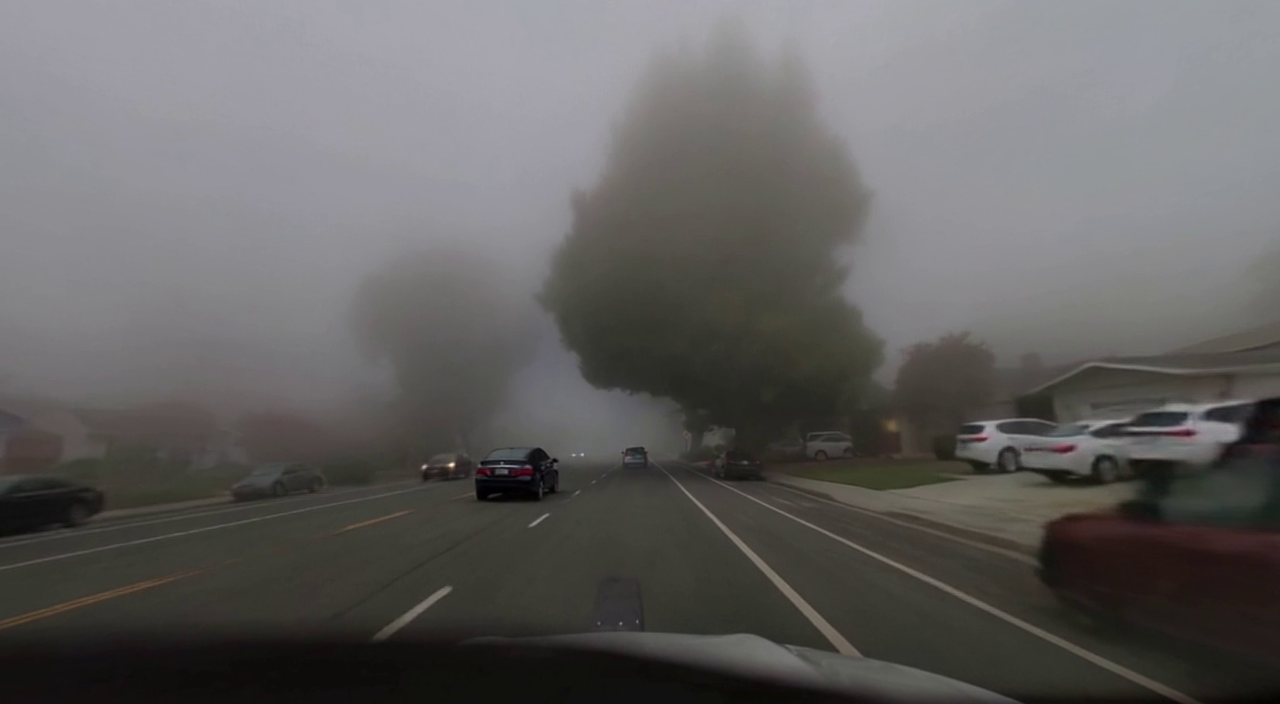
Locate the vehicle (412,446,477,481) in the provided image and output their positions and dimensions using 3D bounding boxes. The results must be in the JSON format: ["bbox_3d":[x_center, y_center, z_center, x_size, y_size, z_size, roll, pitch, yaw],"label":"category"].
[{"bbox_3d":[-10.271,5.882,33.528,1.937,1.701,4.438,0,-9,1],"label":"vehicle"}]

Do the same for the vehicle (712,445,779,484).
[{"bbox_3d":[4.289,4.615,26.312,1.944,1.470,4.530,0,-9,-1],"label":"vehicle"}]

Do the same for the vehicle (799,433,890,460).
[{"bbox_3d":[11.618,5.391,36.125,4.537,1.465,1.923,0,-8,2],"label":"vehicle"}]

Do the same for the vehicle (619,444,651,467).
[{"bbox_3d":[-0.322,7.102,43.412,2.088,1.495,4.048,0,-9,0],"label":"vehicle"}]

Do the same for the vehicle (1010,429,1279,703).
[{"bbox_3d":[4.250,1.151,3.330,1.881,1.480,4.536,0,-9,1],"label":"vehicle"}]

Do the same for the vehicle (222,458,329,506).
[{"bbox_3d":[-14.781,5.246,25.949,1.998,1.498,4.668,-5,-8,-5],"label":"vehicle"}]

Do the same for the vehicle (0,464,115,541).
[{"bbox_3d":[-14.570,3.414,13.968,1.904,1.497,4.848,-5,-8,-1],"label":"vehicle"}]

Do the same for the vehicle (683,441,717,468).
[{"bbox_3d":[4.054,7.051,43.654,1.943,1.788,4.462,0,-9,0],"label":"vehicle"}]

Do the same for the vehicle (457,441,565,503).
[{"bbox_3d":[-3.385,3.235,17.547,2.027,1.477,4.413,0,-9,1],"label":"vehicle"}]
